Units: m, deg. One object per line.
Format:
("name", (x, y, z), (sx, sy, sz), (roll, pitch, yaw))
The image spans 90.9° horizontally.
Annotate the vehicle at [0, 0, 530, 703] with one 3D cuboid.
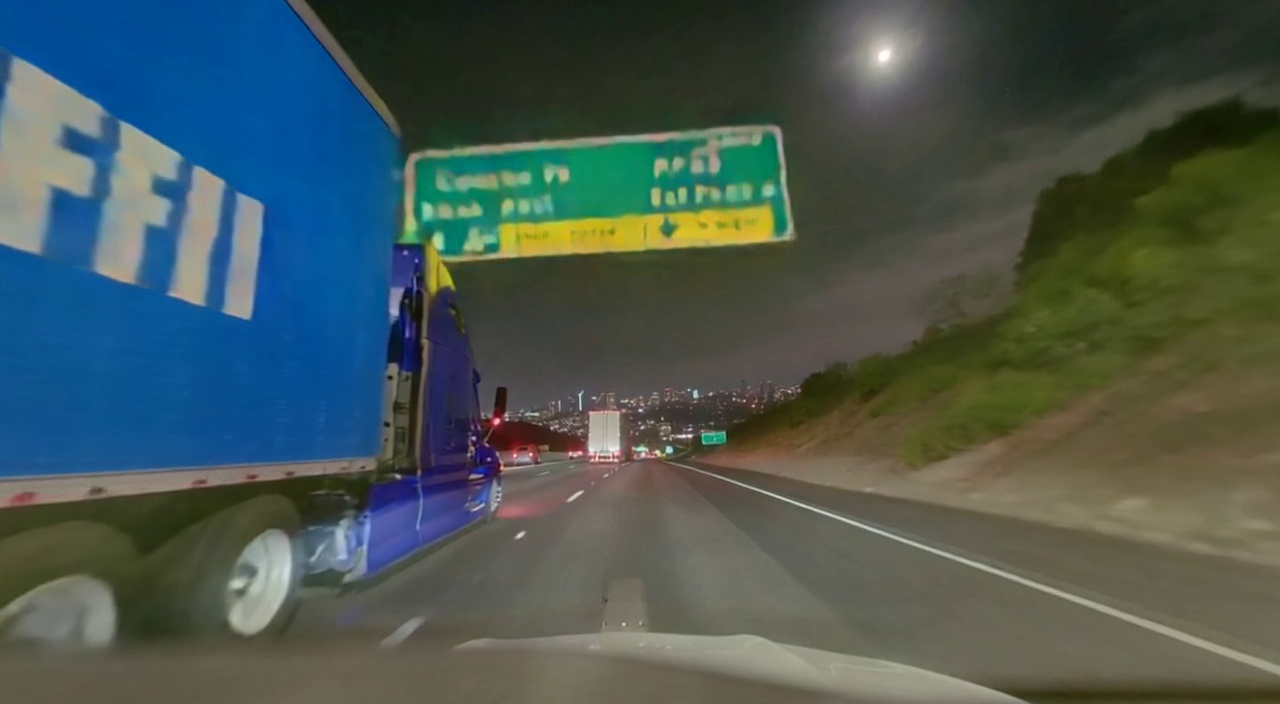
("vehicle", (-3.214, 0.252, 5.968), (2.958, 4.002, 7.575), (0, -8, 0))
